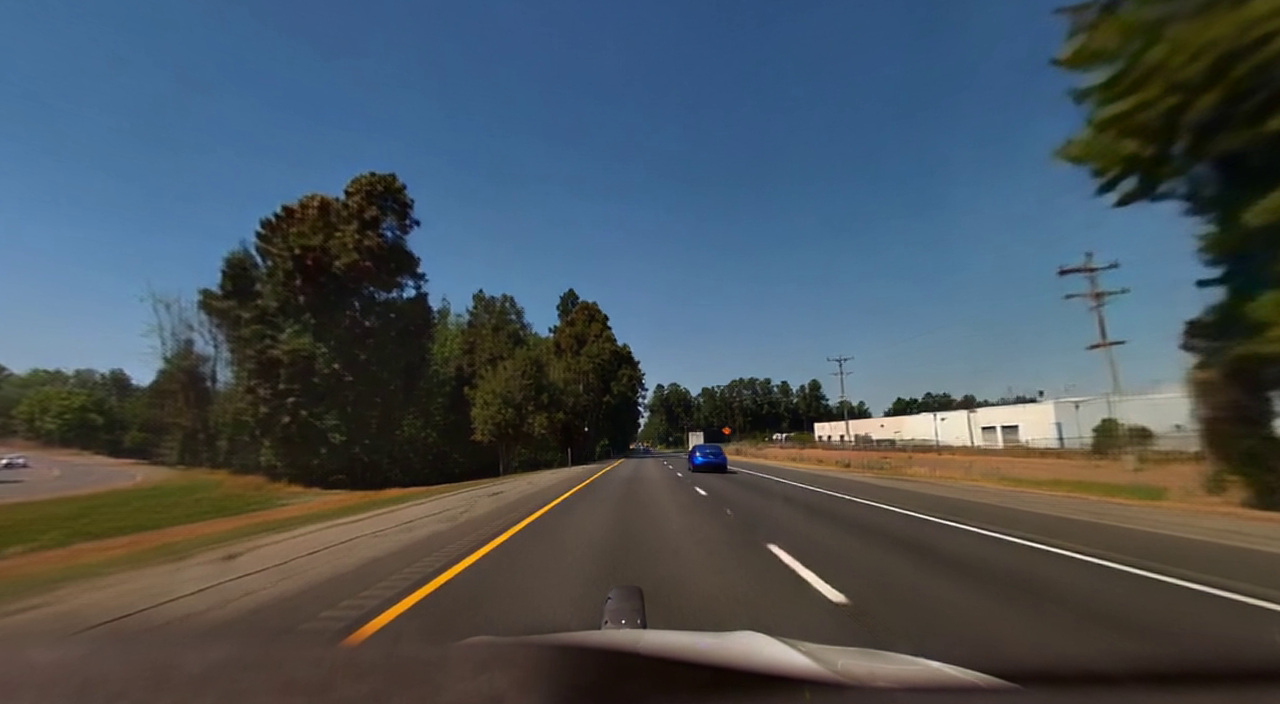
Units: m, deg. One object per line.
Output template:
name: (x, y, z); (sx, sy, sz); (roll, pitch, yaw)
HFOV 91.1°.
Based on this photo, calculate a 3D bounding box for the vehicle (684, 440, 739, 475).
vehicle: (3.359, 5.053, 30.274); (2.079, 1.531, 3.997); (0, -9, -1)
